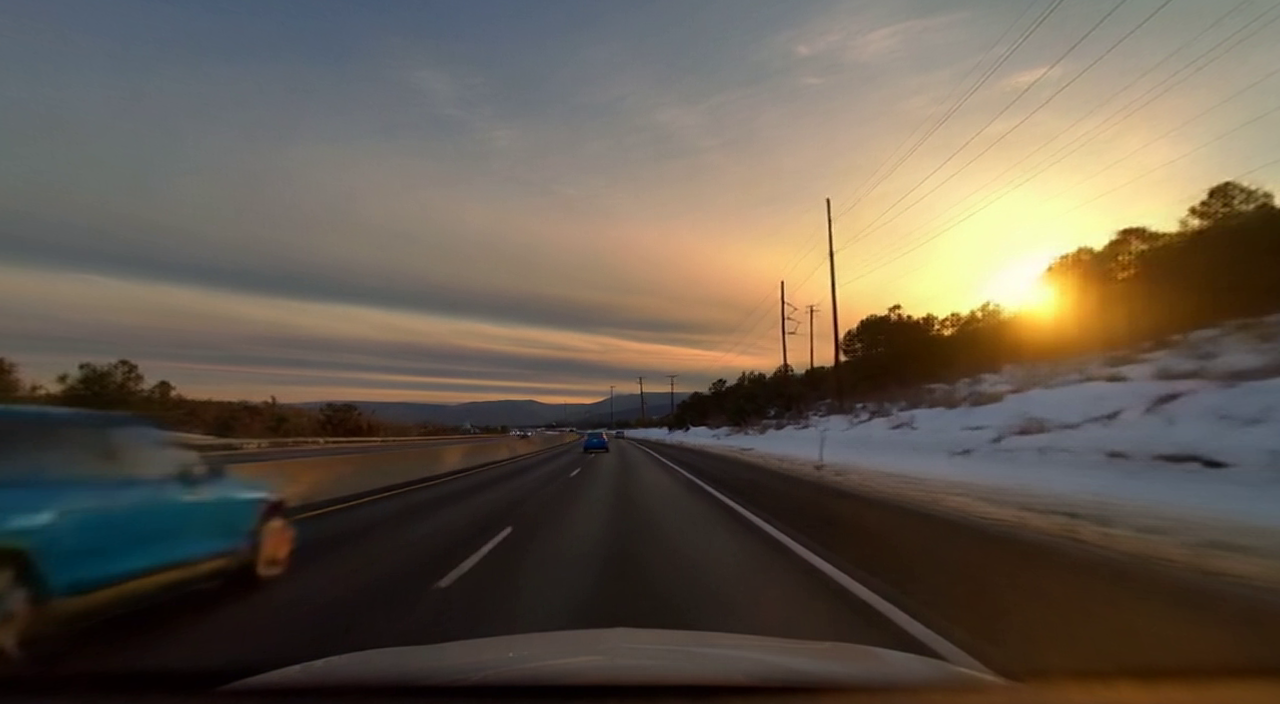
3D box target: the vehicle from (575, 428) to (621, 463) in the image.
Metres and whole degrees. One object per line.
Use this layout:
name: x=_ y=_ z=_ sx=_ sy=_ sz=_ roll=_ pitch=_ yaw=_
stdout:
vehicle: x=-1.884 y=4.336 z=29.365 sx=1.999 sy=1.536 sz=3.969 roll=0 pitch=-8 yaw=-1

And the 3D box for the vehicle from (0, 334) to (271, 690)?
vehicle: x=-4.179 y=0.719 z=2.627 sx=2.189 sy=1.704 sz=5.205 roll=0 pitch=-8 yaw=-1
